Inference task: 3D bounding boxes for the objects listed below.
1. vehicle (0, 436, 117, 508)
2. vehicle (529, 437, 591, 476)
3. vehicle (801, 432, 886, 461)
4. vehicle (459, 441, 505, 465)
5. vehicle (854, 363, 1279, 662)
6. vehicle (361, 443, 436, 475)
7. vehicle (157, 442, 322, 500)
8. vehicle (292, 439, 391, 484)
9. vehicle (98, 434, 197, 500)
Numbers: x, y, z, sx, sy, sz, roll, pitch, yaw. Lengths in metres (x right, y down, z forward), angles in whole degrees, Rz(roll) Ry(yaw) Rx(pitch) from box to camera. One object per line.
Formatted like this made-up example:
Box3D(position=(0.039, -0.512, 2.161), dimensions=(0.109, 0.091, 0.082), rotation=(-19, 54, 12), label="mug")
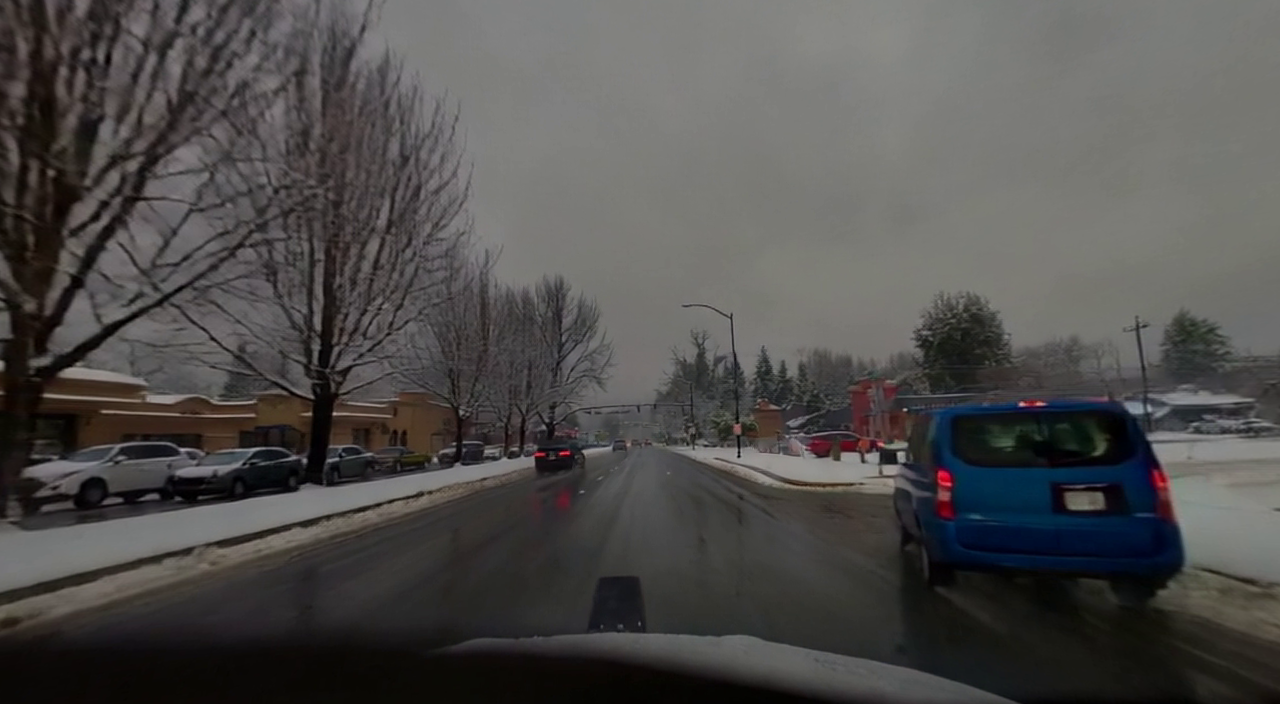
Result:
Box3D(position=(-15.740, 2.893, 15.336), dimensions=(2.058, 1.618, 4.956), rotation=(1, -8, -7), label="vehicle")
Box3D(position=(-3.278, 4.405, 26.645), dimensions=(1.966, 1.481, 4.385), rotation=(0, -8, 1), label="vehicle")
Box3D(position=(11.201, 5.234, 34.737), dimensions=(3.935, 1.518, 1.985), rotation=(0, -8, -2), label="vehicle")
Box3D(position=(-11.625, 7.476, 46.552), dimensions=(2.024, 1.656, 4.837), rotation=(-1, -8, 2), label="vehicle")
Box3D(position=(3.523, 1.308, 6.215), dimensions=(2.293, 1.779, 4.457), rotation=(-2, -9, 15), label="vehicle")
Box3D(position=(-11.931, 5.305, 31.363), dimensions=(1.948, 1.453, 4.431), rotation=(0, -8, 0), label="vehicle")
Box3D(position=(-11.659, 3.446, 18.716), dimensions=(1.959, 1.488, 4.390), rotation=(0, -8, 1), label="vehicle")
Box3D(position=(-11.789, 4.320, 25.114), dimensions=(1.852, 1.621, 4.166), rotation=(0, -8, 1), label="vehicle")
Box3D(position=(-16.202, 3.720, 20.549), dimensions=(2.075, 1.811, 4.847), rotation=(5, -11, -42), label="vehicle")
